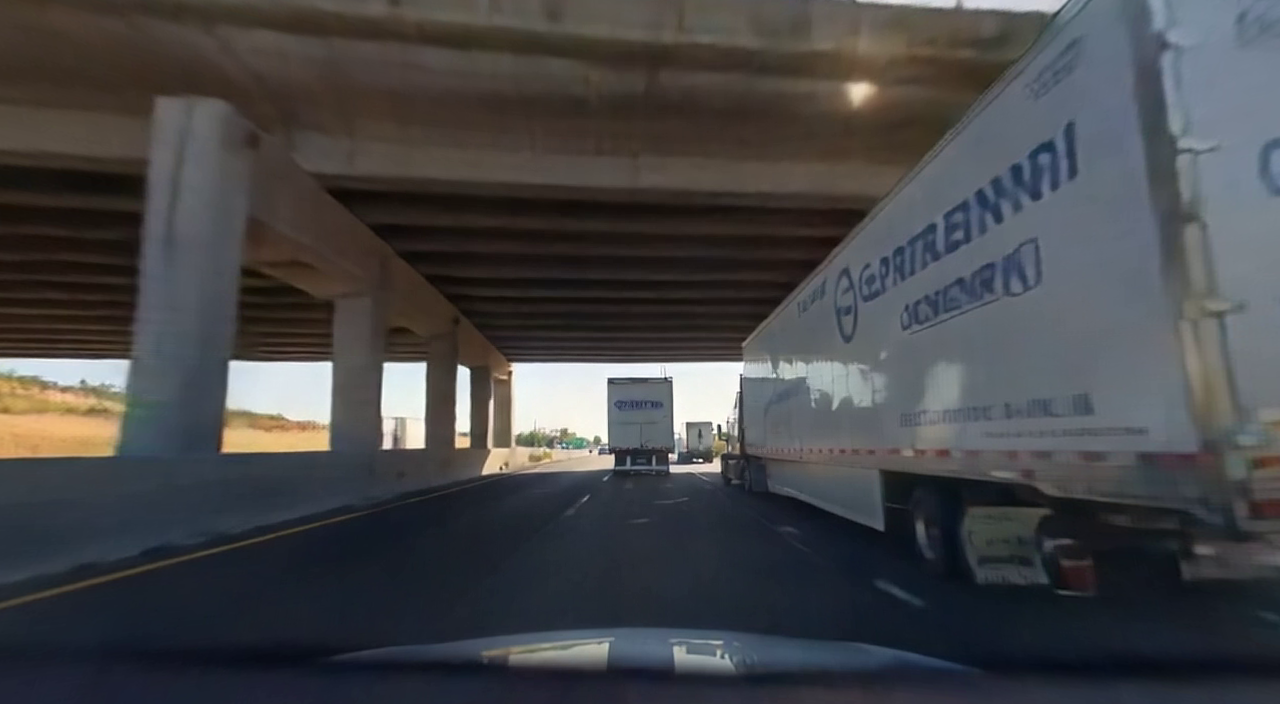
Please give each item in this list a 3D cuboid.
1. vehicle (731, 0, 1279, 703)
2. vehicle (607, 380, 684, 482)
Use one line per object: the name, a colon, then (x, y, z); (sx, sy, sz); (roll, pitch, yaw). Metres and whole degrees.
vehicle: (4.162, 0.782, 10.311); (3.044, 4.128, 14.482); (0, -9, -1)
vehicle: (0.195, 3.692, 28.534); (2.864, 3.805, 9.709); (0, -9, 0)
